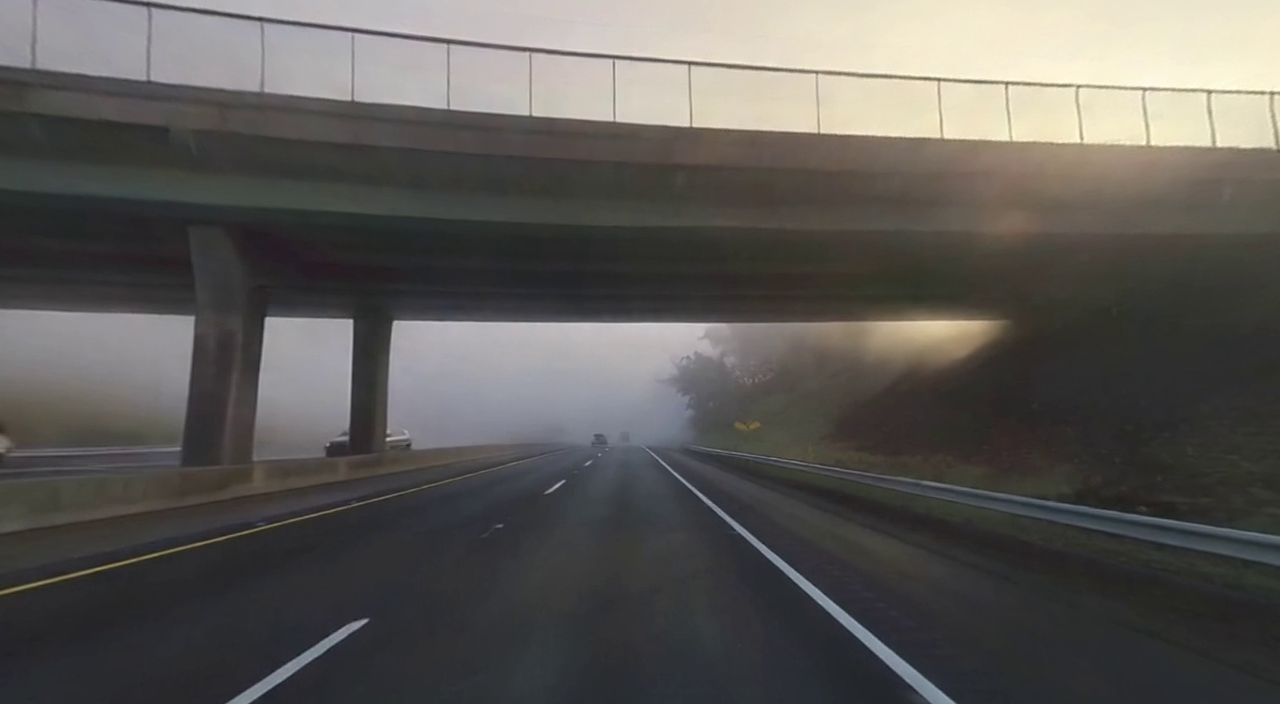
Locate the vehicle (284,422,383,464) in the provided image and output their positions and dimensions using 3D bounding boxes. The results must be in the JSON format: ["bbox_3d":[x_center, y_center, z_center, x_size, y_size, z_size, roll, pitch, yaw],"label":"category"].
[{"bbox_3d":[-11.974,3.574,24.897,1.864,1.533,4.094,0,-8,0],"label":"vehicle"}]
